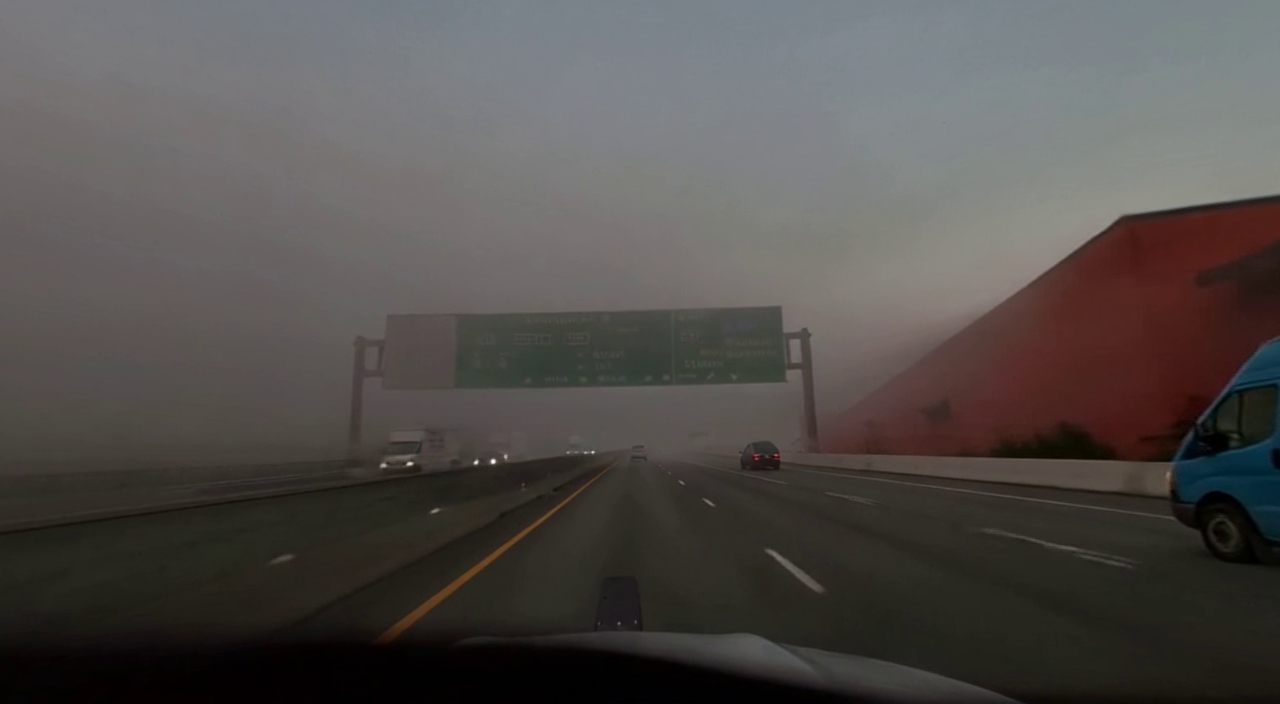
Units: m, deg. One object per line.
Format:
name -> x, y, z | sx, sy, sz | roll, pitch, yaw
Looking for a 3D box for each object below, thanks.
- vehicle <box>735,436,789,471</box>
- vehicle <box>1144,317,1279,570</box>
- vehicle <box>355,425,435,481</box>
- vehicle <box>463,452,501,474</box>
vehicle -> 7.348, 6.164, 38.360 | 2.156, 1.943, 5.010 | 0, -9, -1
vehicle -> 7.903, 0.735, 5.189 | 2.283, 2.631, 6.053 | 0, -9, -1
vehicle -> -16.037, 6.669, 41.643 | 2.894, 3.430, 5.832 | 0, -9, 0
vehicle -> -11.434, 8.035, 45.677 | 1.741, 1.447, 3.839 | 0, -9, 1
